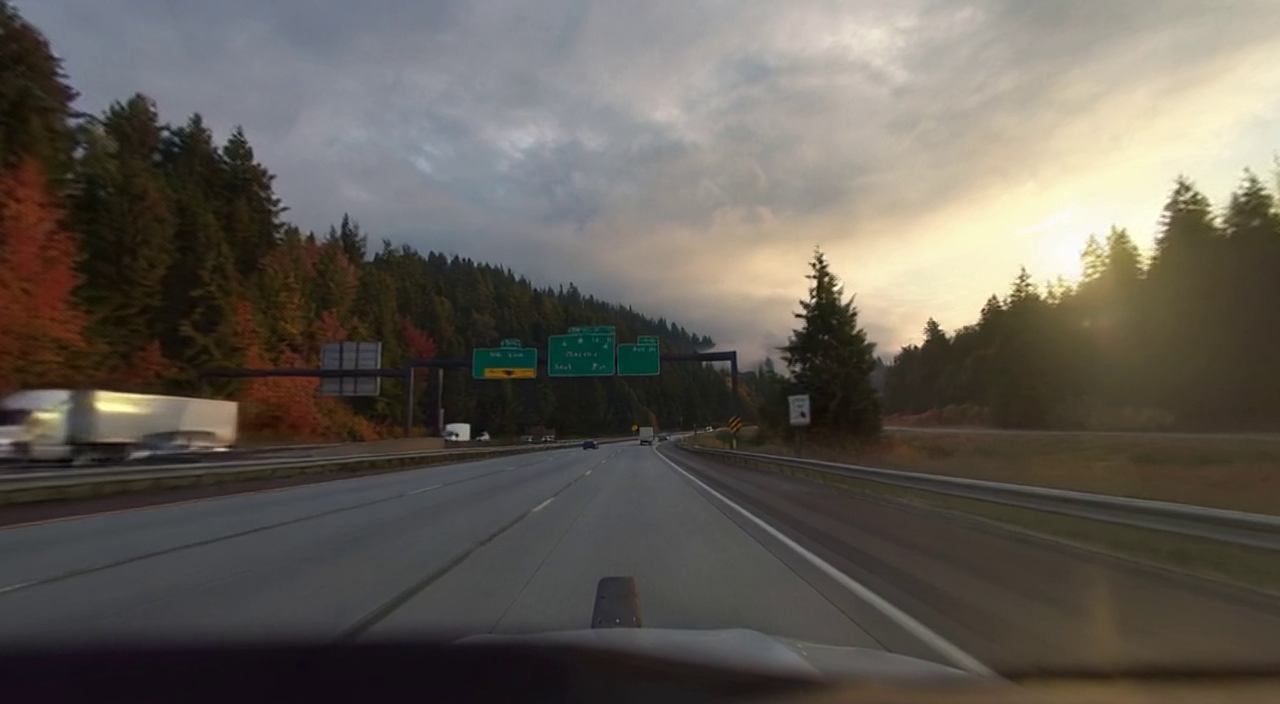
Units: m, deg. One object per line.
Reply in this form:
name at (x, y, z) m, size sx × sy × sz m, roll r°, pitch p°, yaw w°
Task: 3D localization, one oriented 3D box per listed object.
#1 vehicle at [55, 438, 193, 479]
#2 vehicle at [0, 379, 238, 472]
vehicle at (-20.751, 4.263, 25.563) m, size 1.861 × 1.481 × 4.380 m, roll 0°, pitch -8°, yaw 0°
vehicle at (-28.474, 4.201, 34.909) m, size 2.947 × 4.109 × 14.168 m, roll 0°, pitch -8°, yaw 0°
